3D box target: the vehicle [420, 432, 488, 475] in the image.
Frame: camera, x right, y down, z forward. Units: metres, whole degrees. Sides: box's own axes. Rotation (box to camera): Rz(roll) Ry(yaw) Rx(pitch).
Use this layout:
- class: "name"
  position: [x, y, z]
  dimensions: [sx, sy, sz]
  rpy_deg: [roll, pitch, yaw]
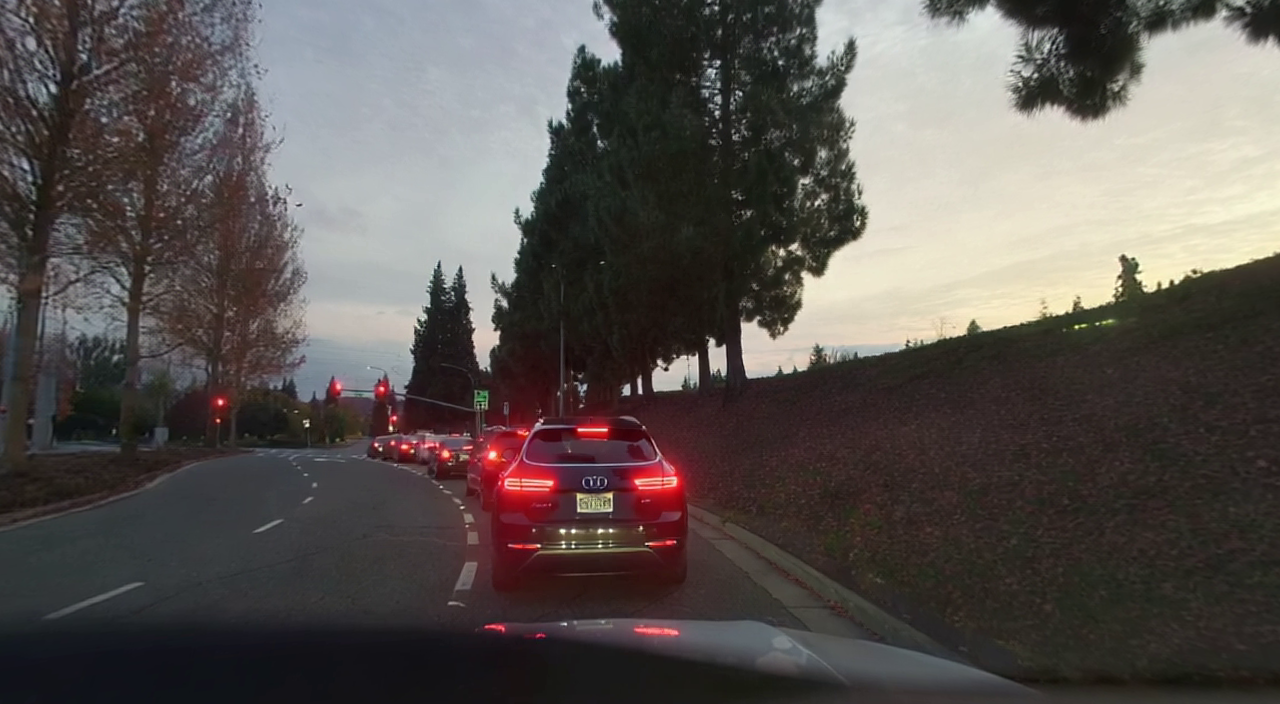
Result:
- class: "vehicle"
  position: [-7.296, 3.921, 24.492]
  dimensions: [1.902, 1.536, 3.662]
  rpy_deg: [4, -9, -25]

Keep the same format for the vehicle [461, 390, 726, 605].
- class: "vehicle"
  position: [-0.681, 1.453, 7.195]
  dimensions: [2.134, 1.671, 4.147]
  rpy_deg: [1, -8, -10]

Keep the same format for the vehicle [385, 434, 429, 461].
- class: "vehicle"
  position: [-13.738, 5.588, 36.902]
  dimensions: [1.863, 1.488, 4.426]
  rpy_deg: [4, -9, -26]
